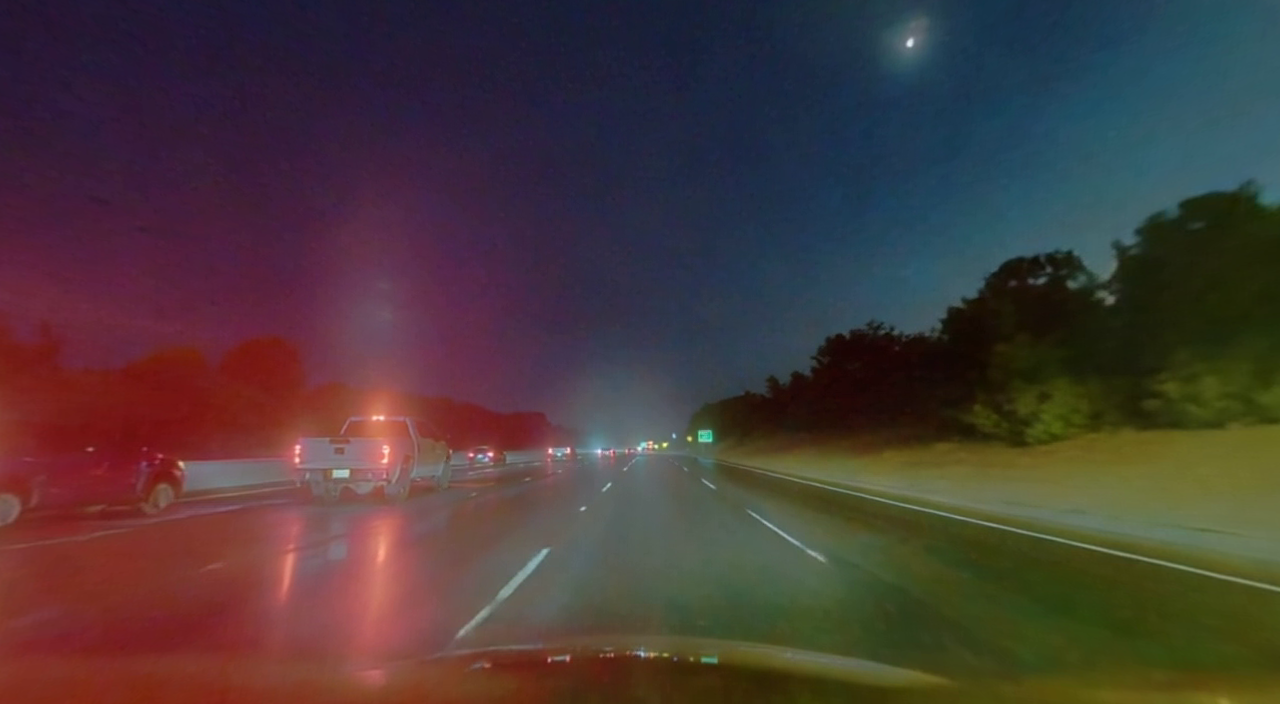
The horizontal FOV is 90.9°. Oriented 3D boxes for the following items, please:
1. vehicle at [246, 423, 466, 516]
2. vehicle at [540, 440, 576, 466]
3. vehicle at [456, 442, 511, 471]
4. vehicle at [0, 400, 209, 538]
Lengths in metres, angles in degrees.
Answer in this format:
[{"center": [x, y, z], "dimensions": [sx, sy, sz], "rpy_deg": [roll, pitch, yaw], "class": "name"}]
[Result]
[{"center": [-6.387, 2.726, 15.418], "dimensions": [2.403, 1.773, 6.276], "rpy_deg": [-1, -8, 1], "class": "vehicle"}, {"center": [-5.948, 7.339, 46.071], "dimensions": [2.009, 1.735, 4.358], "rpy_deg": [-1, -8, 1], "class": "vehicle"}, {"center": [-9.516, 6.357, 38.746], "dimensions": [2.060, 1.662, 4.469], "rpy_deg": [-1, -8, 2], "class": "vehicle"}, {"center": [-10.257, 1.814, 9.965], "dimensions": [2.576, 1.922, 6.067], "rpy_deg": [-1, -8, 0], "class": "vehicle"}]
